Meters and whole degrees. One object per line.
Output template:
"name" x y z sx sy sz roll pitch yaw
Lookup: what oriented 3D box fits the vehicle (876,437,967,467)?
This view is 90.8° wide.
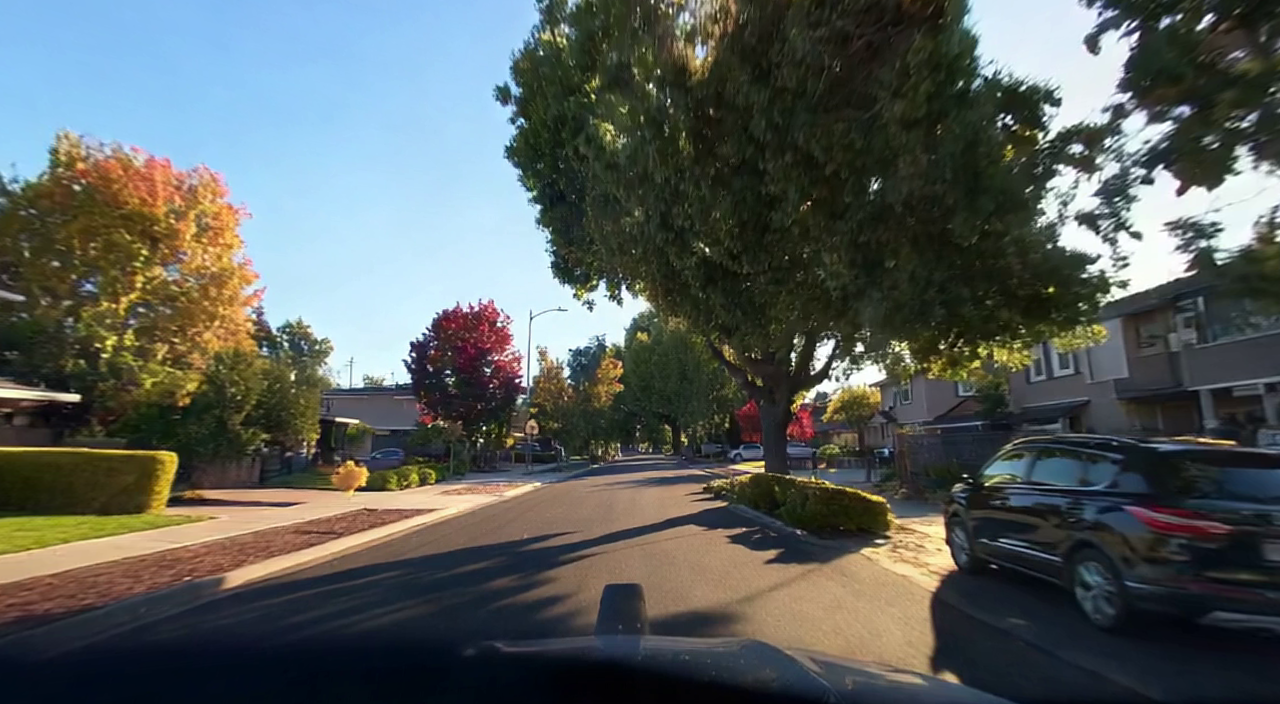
"vehicle" 16.820 5.951 37.867 4.495 1.724 1.943 0 -8 -3

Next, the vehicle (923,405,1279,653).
"vehicle" 4.843 1.516 6.500 1.948 1.686 4.224 0 -8 1

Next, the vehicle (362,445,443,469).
"vehicle" -14.089 6.244 37.630 4.138 1.355 1.808 0 -8 0
